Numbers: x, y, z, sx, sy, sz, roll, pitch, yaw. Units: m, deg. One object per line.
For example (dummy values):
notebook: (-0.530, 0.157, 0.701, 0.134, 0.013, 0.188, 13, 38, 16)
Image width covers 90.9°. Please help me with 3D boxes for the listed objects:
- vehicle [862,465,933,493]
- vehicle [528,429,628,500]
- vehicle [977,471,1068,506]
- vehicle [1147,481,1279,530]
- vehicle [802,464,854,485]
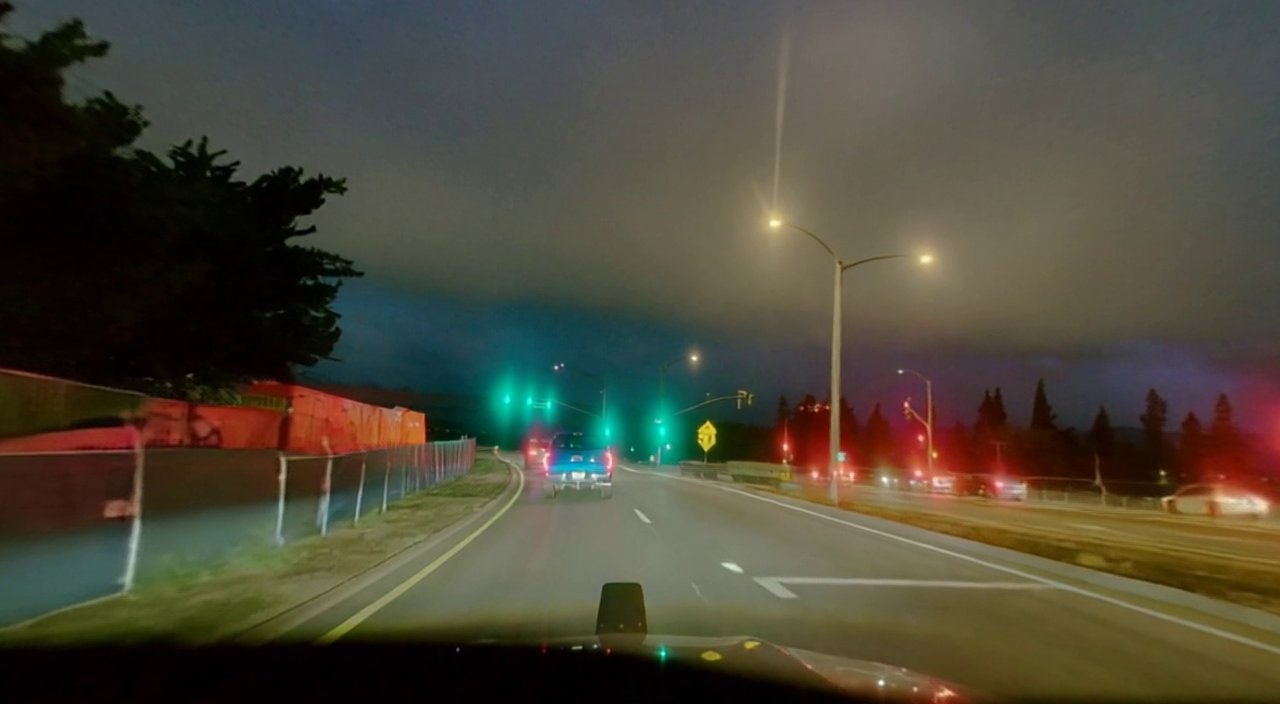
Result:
vehicle: (16.473, 8.132, 40.630, 1.884, 1.622, 4.485, 3, -10, -14)
vehicle: (-1.757, 3.145, 18.096, 2.436, 1.698, 5.322, 1, -8, -5)
vehicle: (21.576, 7.692, 35.818, 1.841, 1.673, 4.470, 1, -9, -9)
vehicle: (23.314, 6.100, 25.380, 1.805, 1.494, 4.362, 1, -8, -8)
vehicle: (14.574, 9.545, 49.253, 1.808, 1.467, 4.360, 3, -10, -15)
